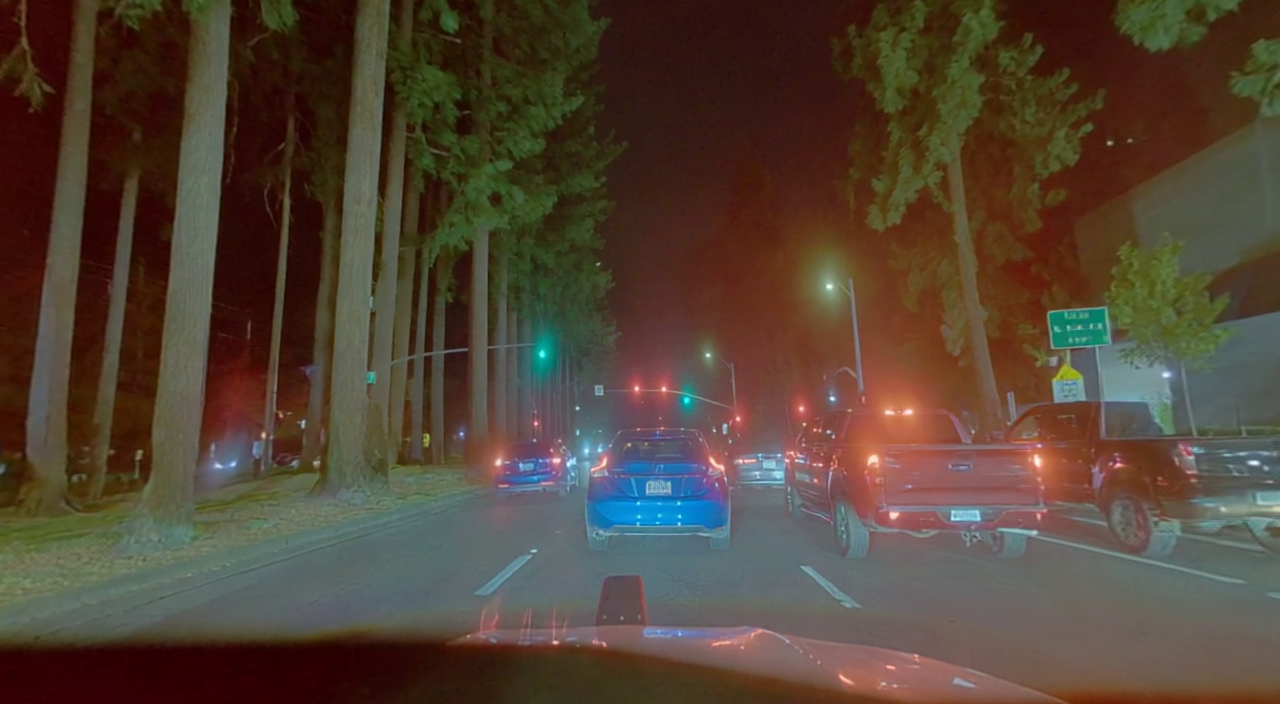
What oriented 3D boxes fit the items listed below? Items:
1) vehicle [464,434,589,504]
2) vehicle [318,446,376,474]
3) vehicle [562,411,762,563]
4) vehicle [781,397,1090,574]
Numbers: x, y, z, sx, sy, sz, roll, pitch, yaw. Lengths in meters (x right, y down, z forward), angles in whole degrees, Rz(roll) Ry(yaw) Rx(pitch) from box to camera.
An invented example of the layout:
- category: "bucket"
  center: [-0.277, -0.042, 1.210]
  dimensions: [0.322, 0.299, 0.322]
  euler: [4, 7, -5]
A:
- category: "vehicle"
  center: [-2.700, 2.949, 16.429]
  dimensions: [2.133, 1.496, 5.150]
  euler: [0, -8, 2]
- category: "vehicle"
  center: [-18.211, 6.722, 39.407]
  dimensions: [2.026, 1.587, 4.608]
  euler: [1, -8, -9]
- category: "vehicle"
  center: [0.247, 1.776, 8.976]
  dimensions: [2.168, 1.641, 4.039]
  euler: [0, -8, 0]
- category: "vehicle"
  center: [3.390, 1.631, 8.409]
  dimensions: [2.099, 1.725, 4.290]
  euler: [0, -8, 1]
